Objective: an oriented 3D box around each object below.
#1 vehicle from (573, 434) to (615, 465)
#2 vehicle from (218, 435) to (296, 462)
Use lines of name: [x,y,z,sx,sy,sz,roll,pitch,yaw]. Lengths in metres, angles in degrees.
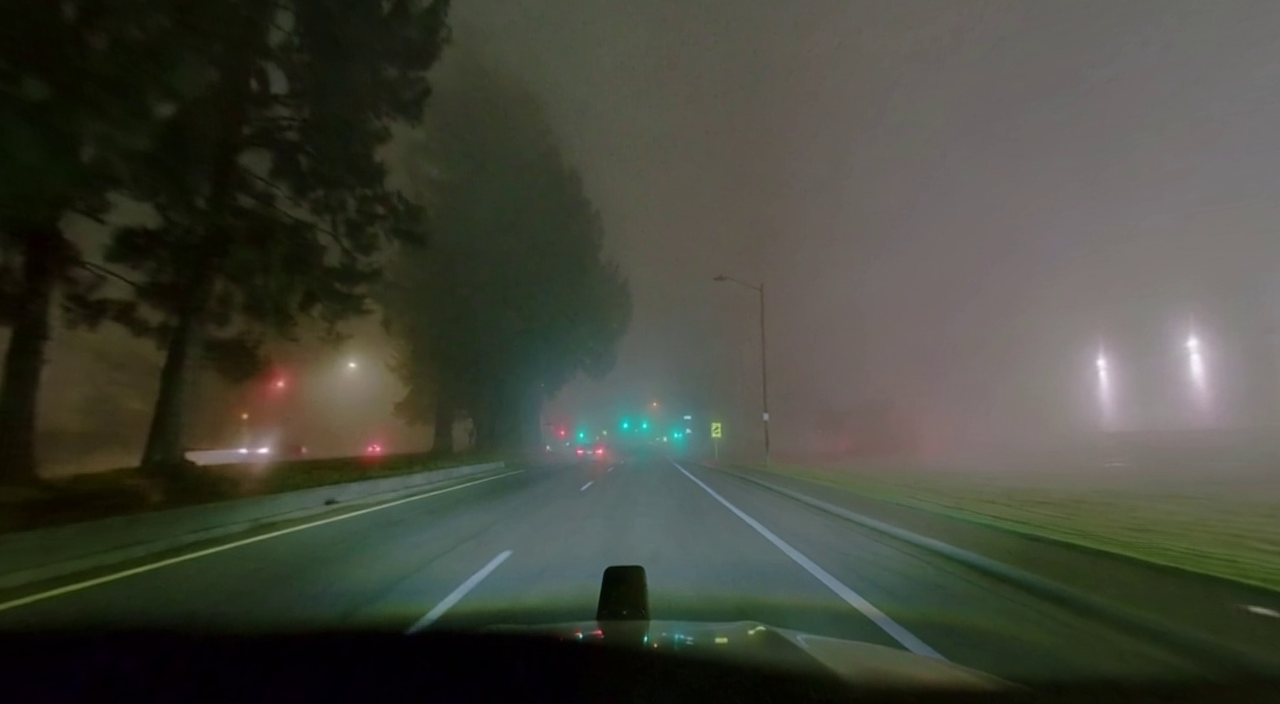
vehicle: [-2.626,5.649,36.782,2.016,1.694,4.335,0,-8,1]
vehicle: [-23.406,5.932,38.754,1.848,1.520,4.593,0,-8,2]
